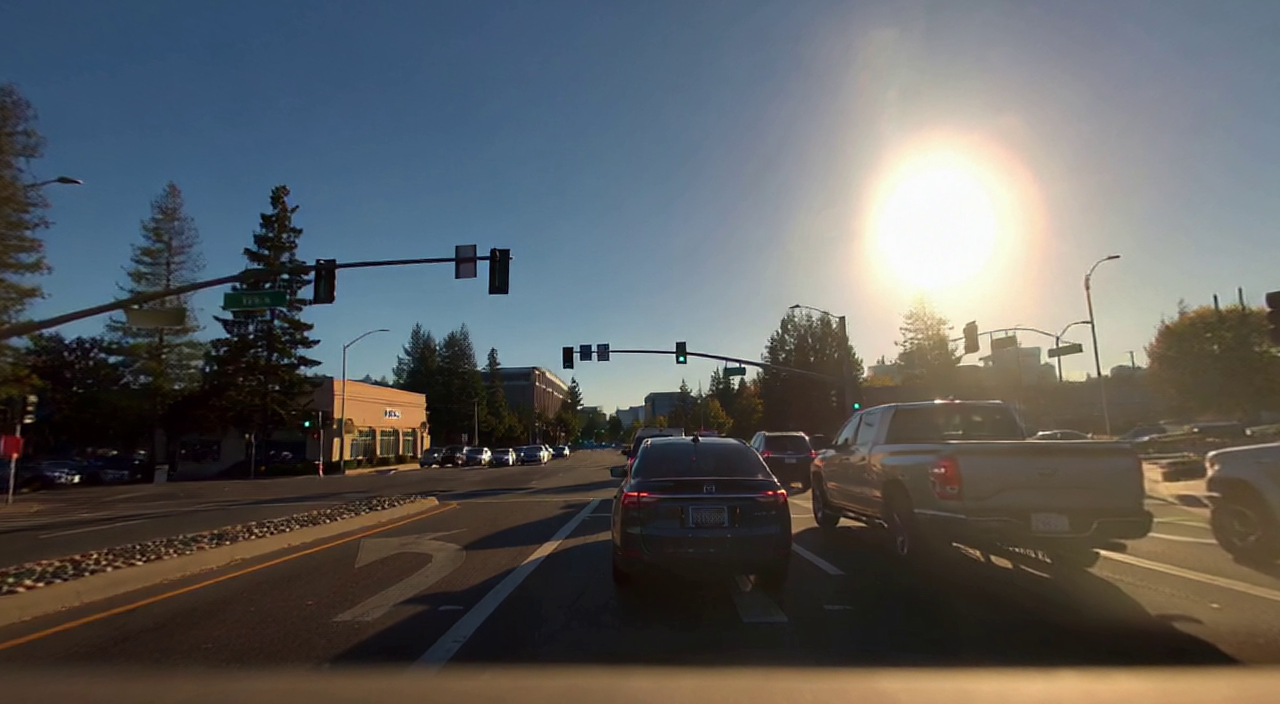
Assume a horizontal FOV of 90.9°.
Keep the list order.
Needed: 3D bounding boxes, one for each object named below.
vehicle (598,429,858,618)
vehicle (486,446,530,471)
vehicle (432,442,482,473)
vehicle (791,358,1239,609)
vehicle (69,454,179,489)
[{"bbox_3d":[0.604,1.612,6.874,2.038,1.447,3.756,0,-8,-3],"label":"vehicle"},{"bbox_3d":[-8.408,6.815,40.477,2.002,1.469,4.301,0,-8,-1],"label":"vehicle"},{"bbox_3d":[-11.879,6.846,41.227,1.991,1.844,4.393,0,-8,0],"label":"vehicle"},{"bbox_3d":[3.815,1.491,8.070,2.358,2.116,5.328,0,-8,-1],"label":"vehicle"},{"bbox_3d":[-29.078,6.703,35.600,4.789,1.828,2.025,-2,-9,10],"label":"vehicle"}]
